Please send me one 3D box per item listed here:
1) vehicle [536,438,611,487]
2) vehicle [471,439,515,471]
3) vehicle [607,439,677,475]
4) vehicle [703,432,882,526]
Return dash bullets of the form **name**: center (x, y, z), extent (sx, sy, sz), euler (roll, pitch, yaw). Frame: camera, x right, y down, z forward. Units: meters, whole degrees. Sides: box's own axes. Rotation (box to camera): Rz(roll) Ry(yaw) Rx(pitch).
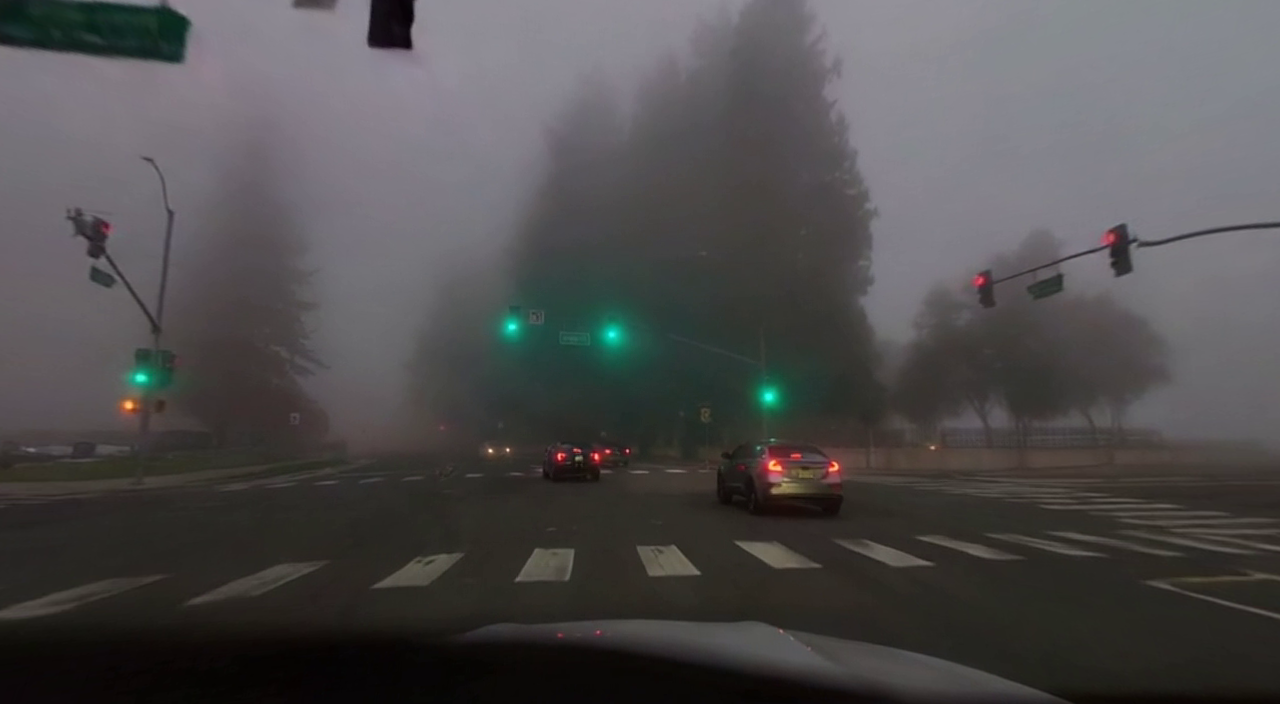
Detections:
- **vehicle**: center (-2.497, 3.845, 22.511), extent (2.308, 1.535, 4.811), euler (1, -8, -10)
- **vehicle**: center (-7.988, 5.498, 33.927), extent (2.012, 1.492, 4.079), euler (3, -8, -16)
- **vehicle**: center (-0.015, 4.737, 28.800), extent (1.957, 1.463, 4.701), euler (2, -8, -15)
- **vehicle**: center (2.692, 2.352, 12.421), extent (1.984, 1.476, 4.488), euler (1, -8, -6)
